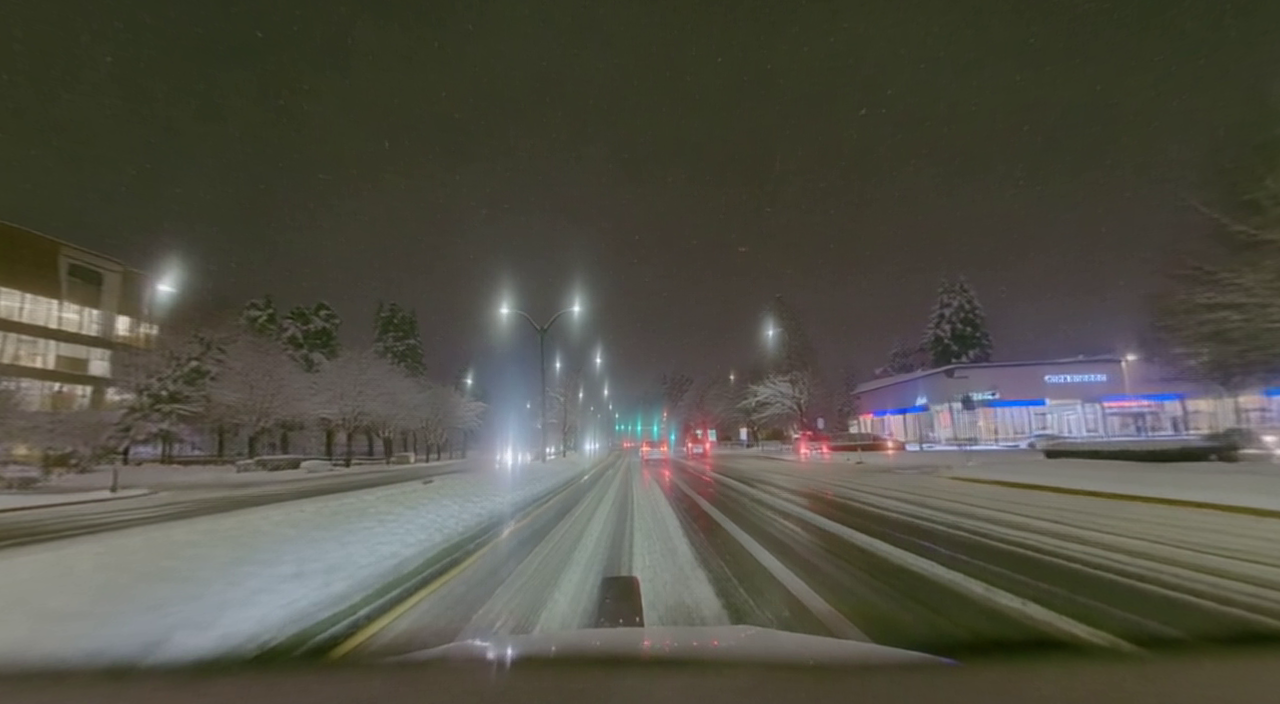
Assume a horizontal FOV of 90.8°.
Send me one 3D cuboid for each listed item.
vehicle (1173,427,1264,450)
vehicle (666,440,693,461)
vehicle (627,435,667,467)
[{"bbox_3d":[39.024,5.832,42.761,1.853,1.422,4.585,0,-7,0],"label":"vehicle"},{"bbox_3d":[2.878,7.313,47.040,1.685,1.441,3.795,0,-8,-1],"label":"vehicle"},{"bbox_3d":[0.400,5.530,35.429,2.100,1.683,4.231,0,-8,1],"label":"vehicle"}]
